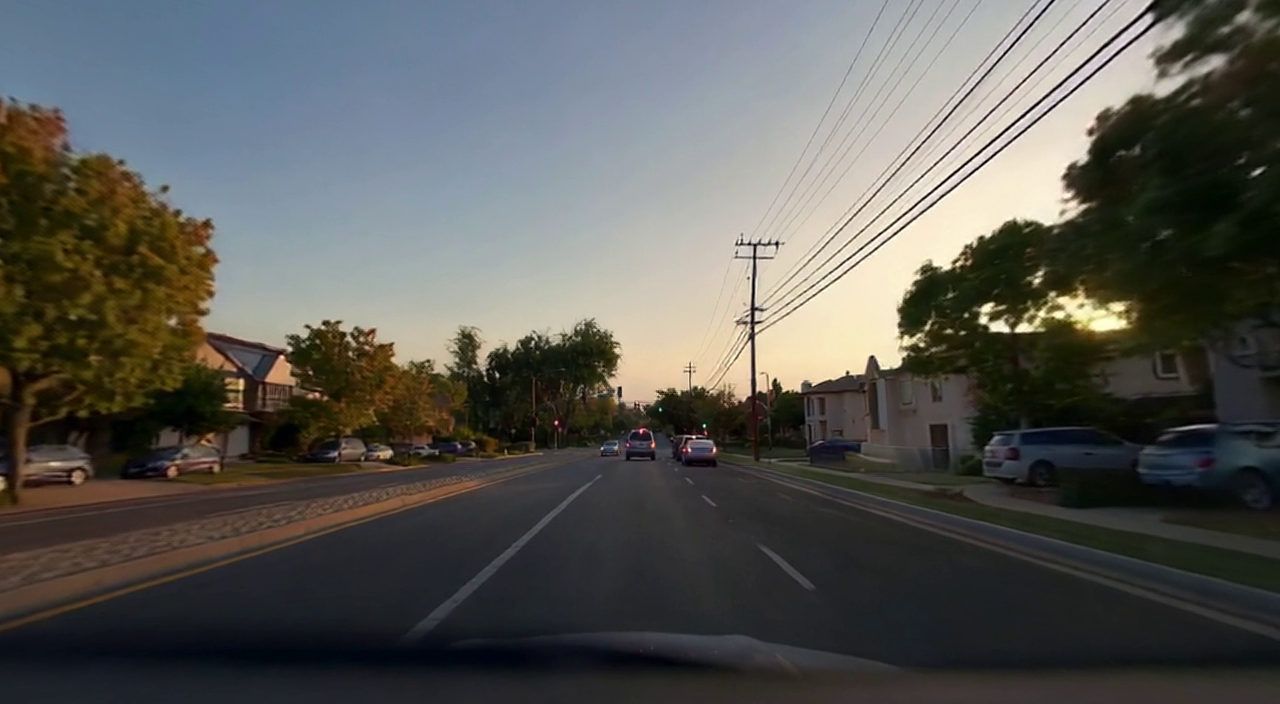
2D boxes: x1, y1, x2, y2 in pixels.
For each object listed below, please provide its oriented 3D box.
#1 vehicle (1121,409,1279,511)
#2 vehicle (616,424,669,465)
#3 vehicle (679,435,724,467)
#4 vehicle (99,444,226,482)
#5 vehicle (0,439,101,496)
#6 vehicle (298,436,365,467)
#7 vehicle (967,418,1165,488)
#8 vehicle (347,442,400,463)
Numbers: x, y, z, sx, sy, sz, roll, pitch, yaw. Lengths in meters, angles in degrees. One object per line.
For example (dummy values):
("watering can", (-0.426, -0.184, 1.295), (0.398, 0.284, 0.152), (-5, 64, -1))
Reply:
("vehicle", (13.471, 2.258, 13.461), (4.508, 1.937, 2.356), (1, -8, -5))
("vehicle", (0.145, 5.198, 35.461), (2.769, 2.087, 5.130), (0, -8, 0))
("vehicle", (3.213, 5.277, 33.693), (2.002, 1.511, 4.124), (1, -8, 0))
("vehicle", (-20.432, 4.734, 27.287), (1.865, 1.506, 4.706), (0, -8, -1))
("vehicle", (-20.266, 3.666, 20.238), (1.973, 1.700, 4.475), (0, -8, -1))
("vehicle", (-20.056, 6.489, 41.214), (2.046, 1.874, 4.448), (0, -8, 2))
("vehicle", (12.602, 2.990, 18.882), (4.412, 1.878, 2.048), (-1, -7, -1))
("vehicle", (-19.774, 7.490, 46.998), (1.866, 1.471, 4.770), (0, -8, 1))
